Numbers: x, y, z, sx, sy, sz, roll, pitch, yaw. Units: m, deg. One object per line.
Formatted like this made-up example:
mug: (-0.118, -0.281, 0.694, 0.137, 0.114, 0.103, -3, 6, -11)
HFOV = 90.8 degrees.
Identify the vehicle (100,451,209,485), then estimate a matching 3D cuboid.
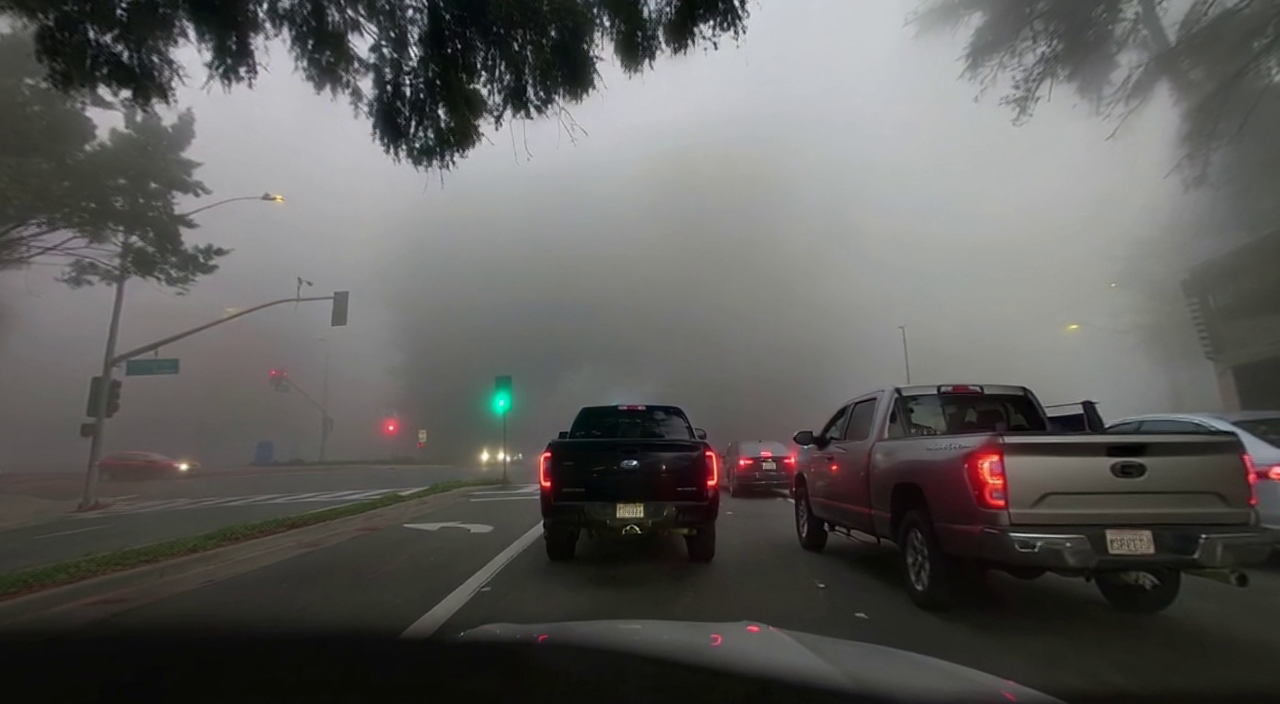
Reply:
vehicle: (-26.423, 6.293, 34.590, 4.437, 1.669, 1.936, 5, -10, -31)

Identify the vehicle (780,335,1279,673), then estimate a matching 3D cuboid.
vehicle: (3.333, 1.280, 6.556, 2.412, 1.953, 5.682, 0, -9, -1)

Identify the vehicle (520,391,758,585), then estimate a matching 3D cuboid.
vehicle: (-0.054, 1.656, 8.556, 2.240, 1.821, 5.001, 0, -9, -1)
